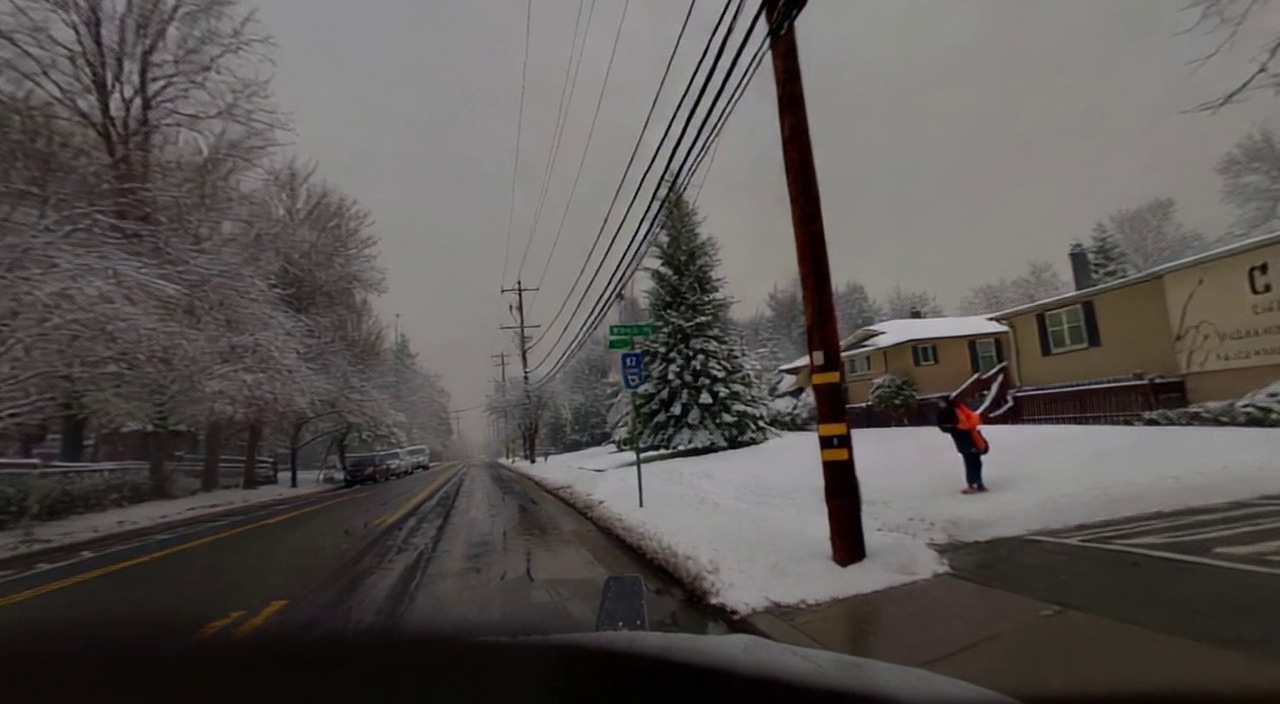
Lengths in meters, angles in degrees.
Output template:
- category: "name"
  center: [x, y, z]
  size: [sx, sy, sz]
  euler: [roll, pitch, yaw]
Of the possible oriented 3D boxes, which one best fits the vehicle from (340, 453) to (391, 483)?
- category: "vehicle"
  center: [-17.858, 7.540, 41.343]
  size: [2.203, 1.787, 4.704]
  euler: [2, -9, -14]
